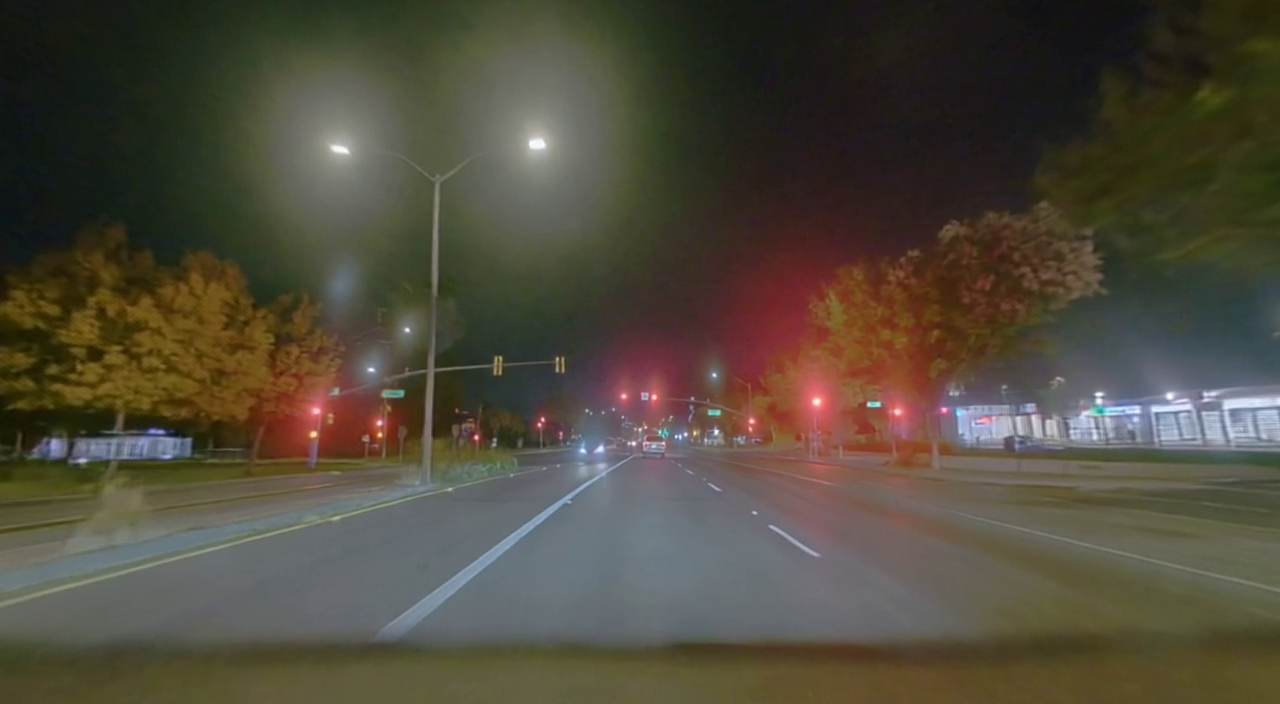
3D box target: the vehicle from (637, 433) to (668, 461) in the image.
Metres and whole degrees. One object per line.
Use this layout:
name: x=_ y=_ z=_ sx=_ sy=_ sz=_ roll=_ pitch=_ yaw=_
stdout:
vehicle: x=0.824 y=6.362 z=42.379 sx=1.994 sy=1.759 sz=4.186 roll=0 pitch=-8 yaw=1

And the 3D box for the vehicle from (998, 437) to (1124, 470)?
vehicle: x=19.854 y=4.799 z=29.842 sx=4.479 sy=1.488 sz=2.038 roll=0 pitch=-8 yaw=0
